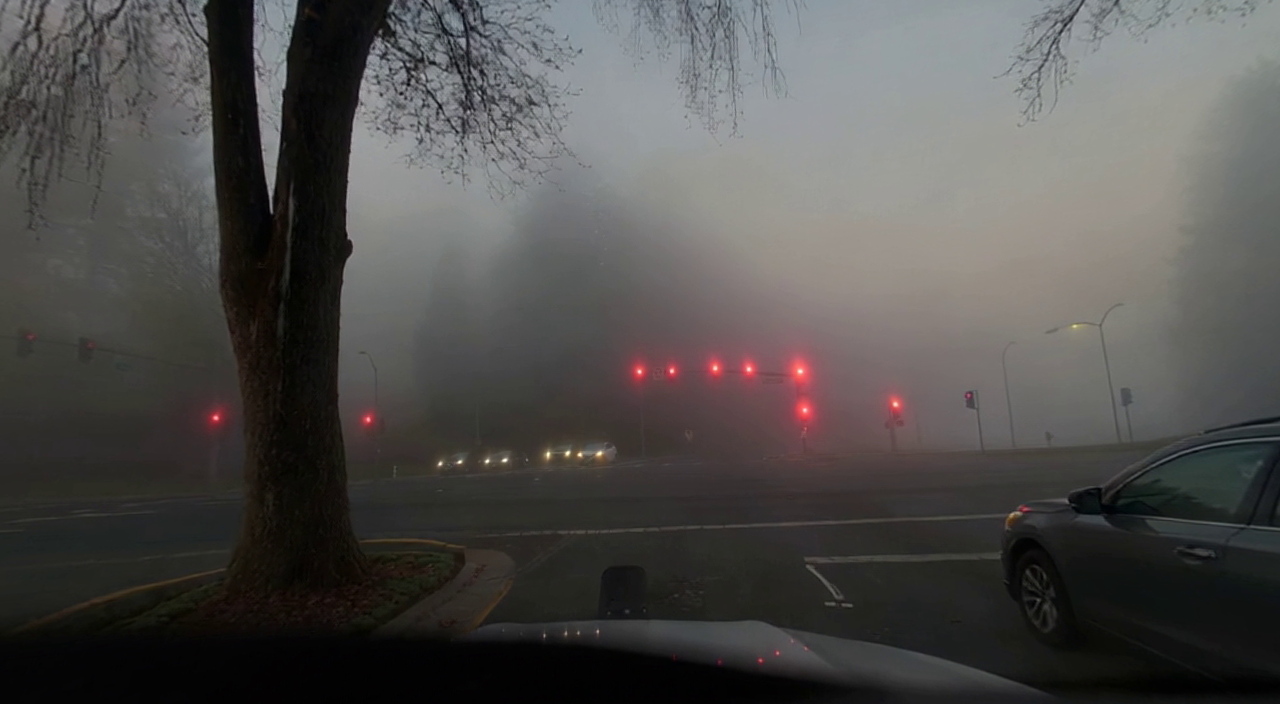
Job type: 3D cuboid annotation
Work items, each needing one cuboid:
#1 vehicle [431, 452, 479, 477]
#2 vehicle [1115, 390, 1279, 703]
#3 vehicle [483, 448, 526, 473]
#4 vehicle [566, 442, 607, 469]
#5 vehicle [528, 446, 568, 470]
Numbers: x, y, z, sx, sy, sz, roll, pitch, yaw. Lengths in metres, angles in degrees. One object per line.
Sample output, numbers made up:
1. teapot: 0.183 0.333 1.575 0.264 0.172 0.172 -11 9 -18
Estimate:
1. vehicle: -13.427 8.169 45.984 2.101 1.637 4.304 0 -9 1
2. vehicle: 3.056 0.616 0.438 1.978 1.468 4.544 0 -9 1
3. vehicle: -9.805 7.845 45.934 2.064 1.725 4.243 0 -9 1
4. vehicle: -3.608 7.122 43.501 2.215 1.732 4.684 -1 -9 3
5. vehicle: -6.584 7.618 45.508 2.126 1.657 4.307 -1 -9 2
